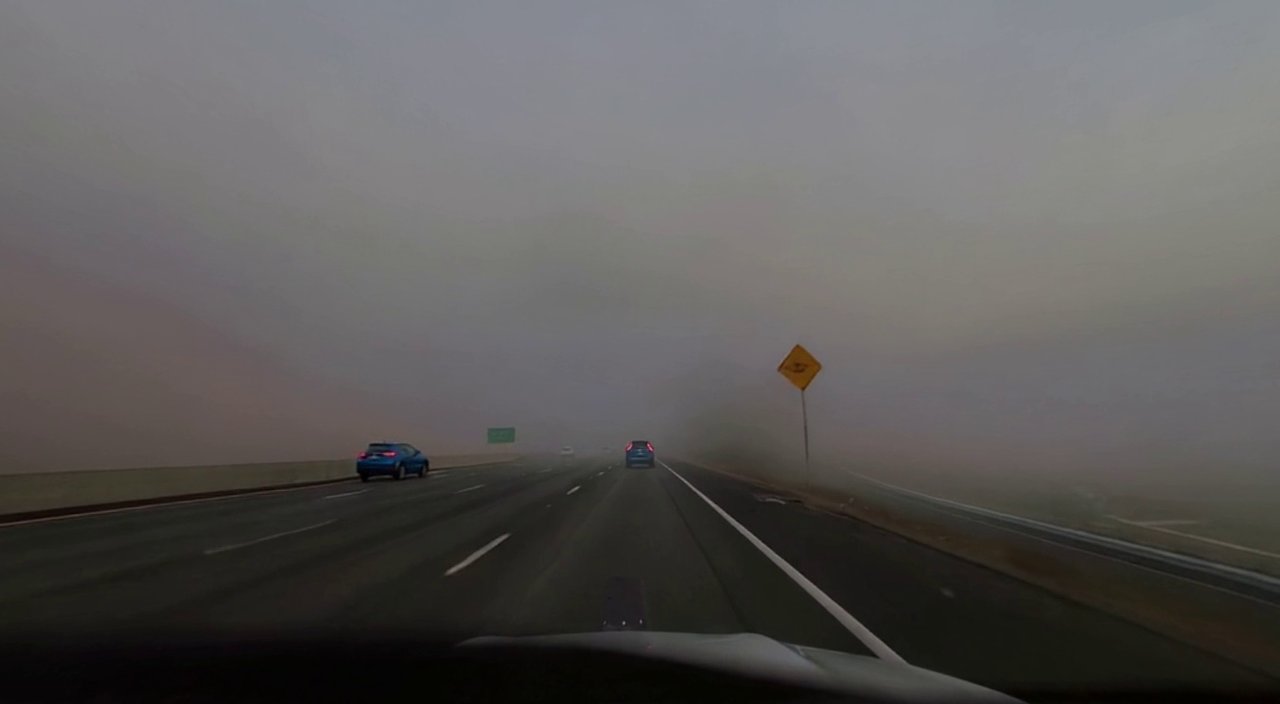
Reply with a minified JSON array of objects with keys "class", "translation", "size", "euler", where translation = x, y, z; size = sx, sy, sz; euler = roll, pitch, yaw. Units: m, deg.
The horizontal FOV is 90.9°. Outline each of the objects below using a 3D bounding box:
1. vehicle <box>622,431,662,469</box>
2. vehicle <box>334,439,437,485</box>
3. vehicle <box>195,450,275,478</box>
[{"class":"vehicle","translation":[0.144,5.988,38.722],"size":[2.318,2.145,4.561],"euler":[0,-8,0]},{"class":"vehicle","translation":[-10.163,4.416,25.647],"size":[2.037,1.661,4.885],"euler":[0,-8,1]},{"class":"vehicle","translation":[-23.770,6.552,37.206],"size":[2.104,1.526,3.825],"euler":[0,-8,1]}]
